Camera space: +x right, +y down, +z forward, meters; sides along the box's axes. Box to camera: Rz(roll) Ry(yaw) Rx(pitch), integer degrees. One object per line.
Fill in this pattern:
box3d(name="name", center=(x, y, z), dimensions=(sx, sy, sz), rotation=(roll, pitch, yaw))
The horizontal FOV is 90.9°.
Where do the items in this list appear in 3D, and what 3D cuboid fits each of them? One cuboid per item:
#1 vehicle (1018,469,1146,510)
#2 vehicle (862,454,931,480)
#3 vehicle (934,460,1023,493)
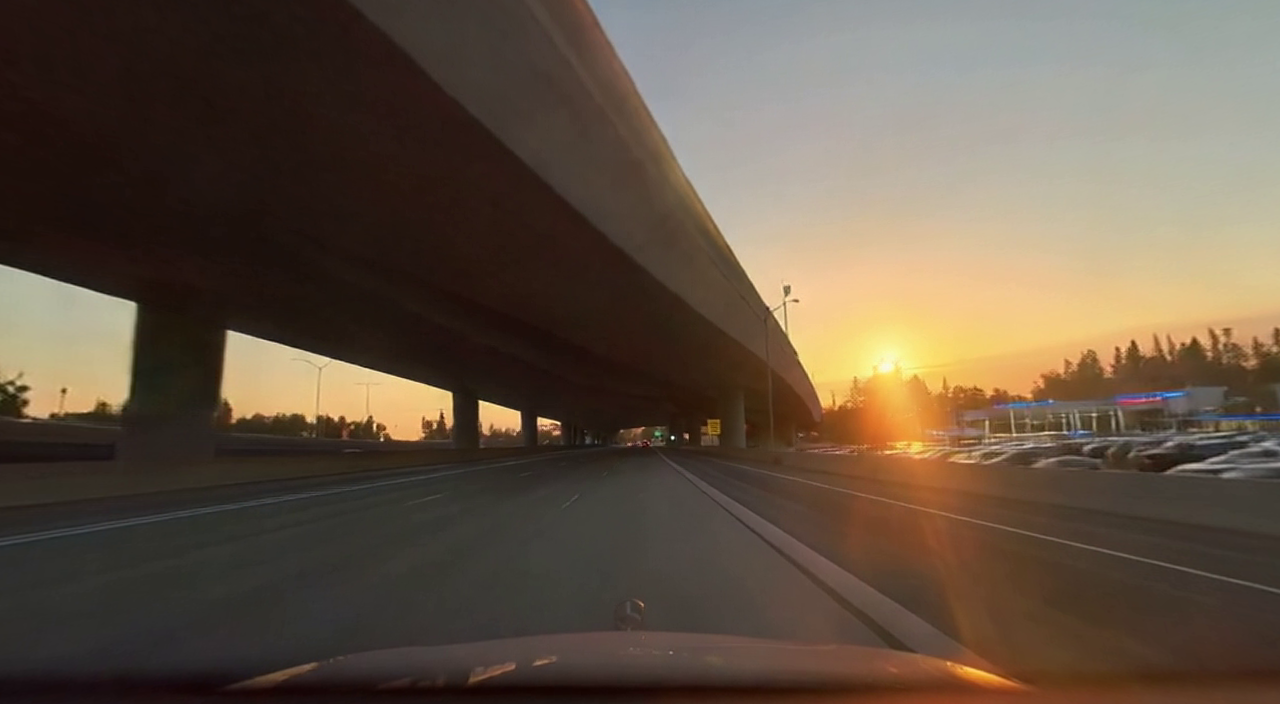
box3d(name="vehicle", center=(16.147, 5.032, 23.149), dimensions=(3.437, 1.354, 1.595), rotation=(0, -9, 1))
box3d(name="vehicle", center=(16.237, 7.289, 40.000), dimensions=(3.645, 1.402, 1.624), rotation=(-3, -7, 4))
box3d(name="vehicle", center=(17.017, 6.255, 31.813), dimensions=(3.446, 1.394, 1.733), rotation=(-3, -8, -1))
